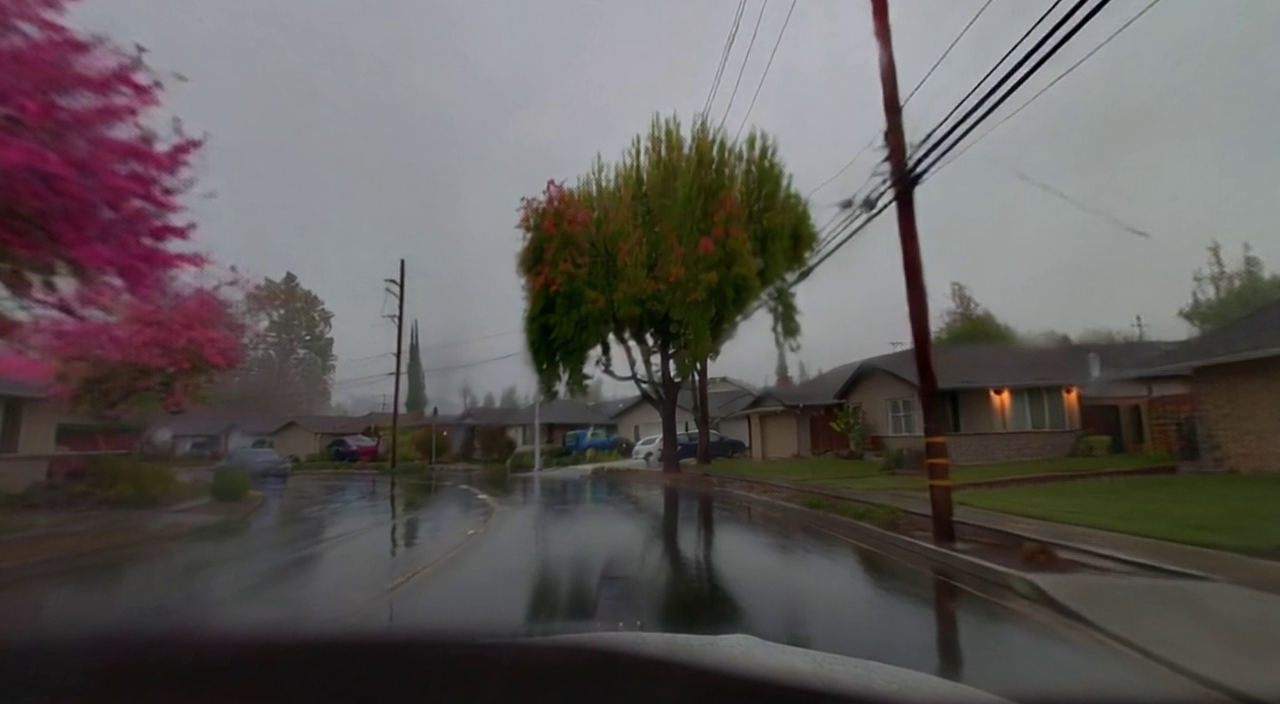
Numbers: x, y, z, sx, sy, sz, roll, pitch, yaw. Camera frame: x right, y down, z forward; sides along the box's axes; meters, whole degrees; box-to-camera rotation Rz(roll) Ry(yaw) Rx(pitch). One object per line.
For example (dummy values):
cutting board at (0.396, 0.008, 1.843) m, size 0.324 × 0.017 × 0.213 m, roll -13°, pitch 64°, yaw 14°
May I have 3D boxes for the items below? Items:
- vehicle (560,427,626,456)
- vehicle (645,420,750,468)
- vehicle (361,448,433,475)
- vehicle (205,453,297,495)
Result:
vehicle at (-3.076, 6.017, 42.249) m, size 2.043 × 1.819 × 4.476 m, roll -6°, pitch -10°, yaw 33°
vehicle at (2.738, 4.325, 29.862) m, size 4.459 × 1.738 × 1.930 m, roll -2°, pitch -7°, yaw -28°
vehicle at (-14.524, 6.492, 37.754) m, size 4.019 × 1.484 × 1.978 m, roll -6°, pitch -10°, yaw 33°
vehicle at (-17.134, 5.296, 27.773) m, size 3.897 × 1.493 × 1.942 m, roll -4°, pitch -7°, yaw 34°
